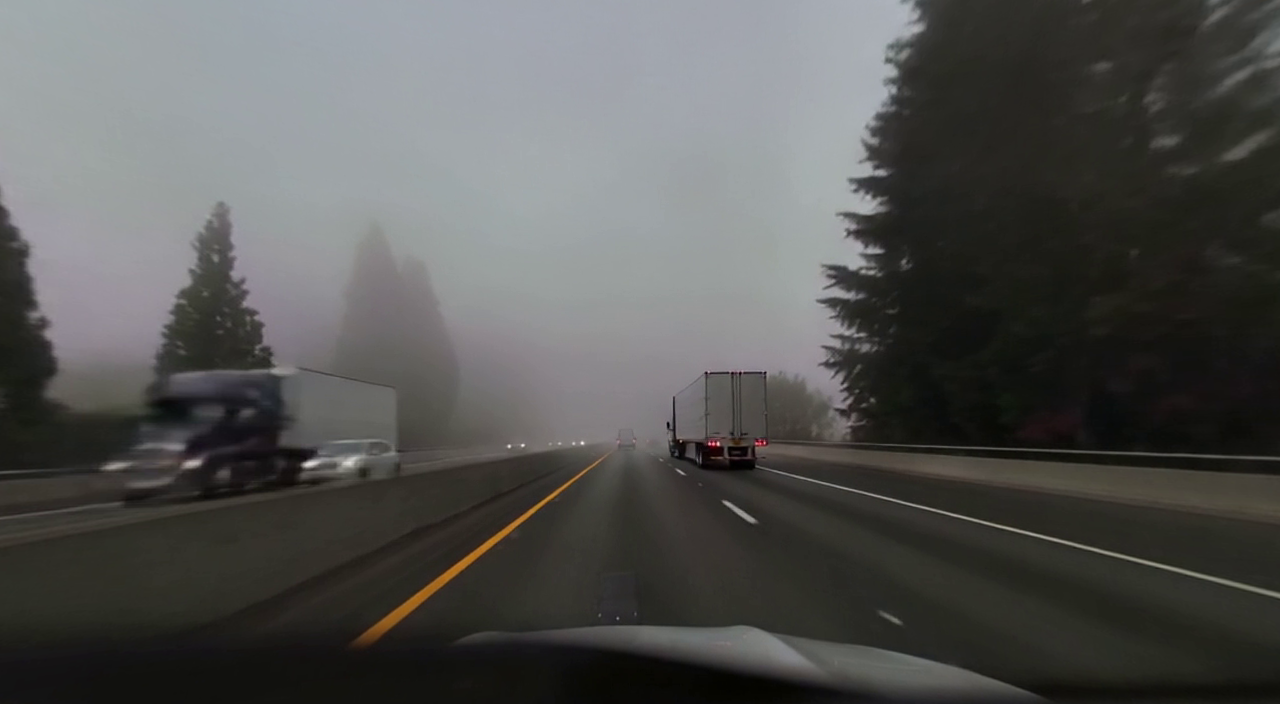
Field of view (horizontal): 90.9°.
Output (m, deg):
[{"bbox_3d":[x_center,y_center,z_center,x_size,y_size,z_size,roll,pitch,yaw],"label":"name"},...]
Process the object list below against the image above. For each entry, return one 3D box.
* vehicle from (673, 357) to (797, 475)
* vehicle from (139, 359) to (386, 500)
[{"bbox_3d":[3.560,3.070,28.205,3.038,3.975,13.887,0,-8,-1],"label":"vehicle"},{"bbox_3d":[-12.849,2.883,23.179,2.952,4.048,10.005,0,-8,-1],"label":"vehicle"}]
